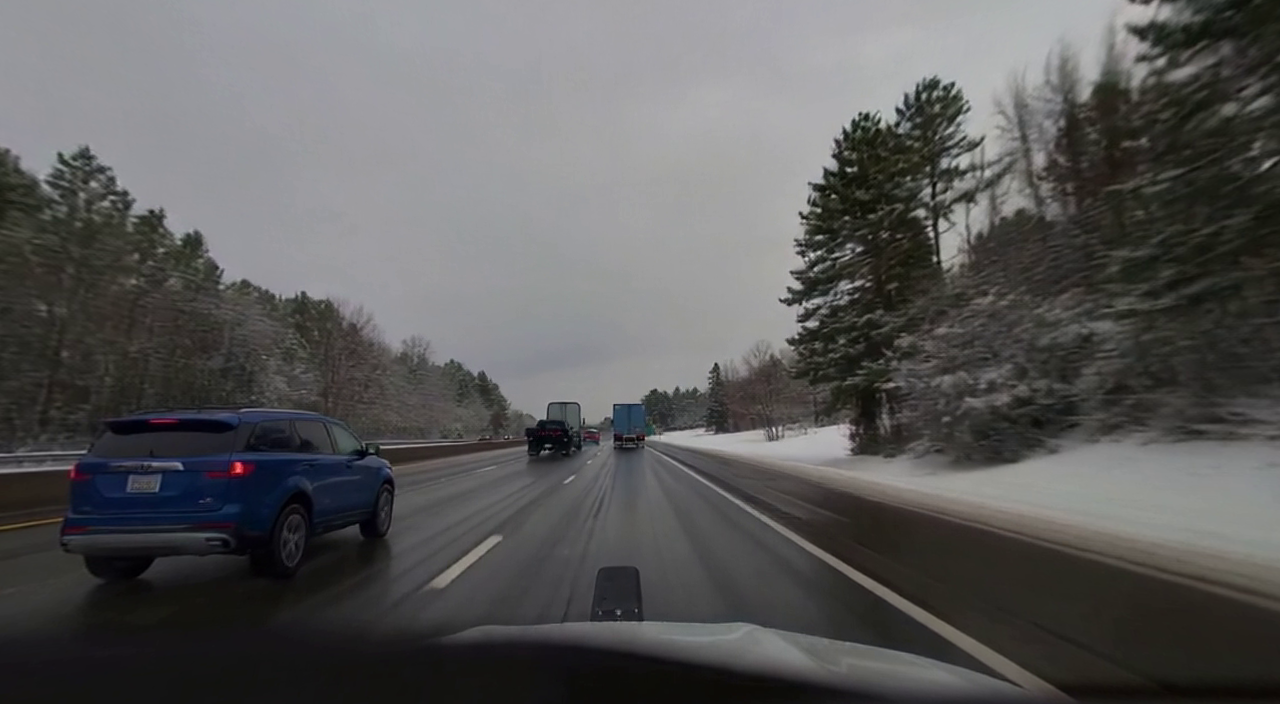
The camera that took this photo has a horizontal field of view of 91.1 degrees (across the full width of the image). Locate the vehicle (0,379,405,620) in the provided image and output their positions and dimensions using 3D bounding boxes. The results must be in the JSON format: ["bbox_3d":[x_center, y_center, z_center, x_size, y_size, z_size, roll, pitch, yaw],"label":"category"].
[{"bbox_3d":[-4.416,1.323,6.693,2.089,1.669,4.515,0,-8,-1],"label":"vehicle"}]

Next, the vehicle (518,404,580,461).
[{"bbox_3d":[-4.651,4.261,33.137,2.383,2.726,5.677,0,-8,0],"label":"vehicle"}]
